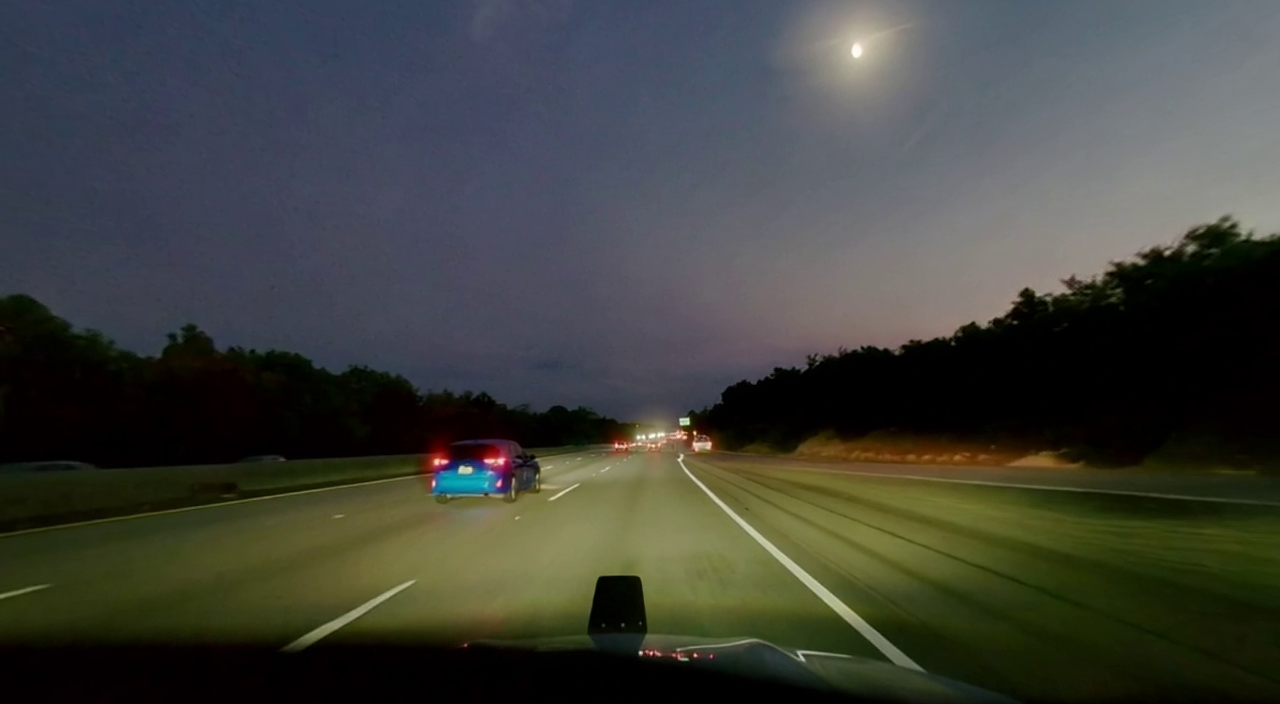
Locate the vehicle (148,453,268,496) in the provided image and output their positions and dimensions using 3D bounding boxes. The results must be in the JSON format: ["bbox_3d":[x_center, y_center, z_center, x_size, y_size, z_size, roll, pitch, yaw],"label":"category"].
[{"bbox_3d":[-15.589,4.408,22.952,1.825,1.369,3.529,0,-8,0],"label":"vehicle"}]

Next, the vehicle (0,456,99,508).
[{"bbox_3d":[-19.194,3.947,19.308,1.713,1.413,3.824,0,-8,1],"label":"vehicle"}]

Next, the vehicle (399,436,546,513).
[{"bbox_3d":[-3.543,2.680,14.319,1.996,1.454,4.495,0,-8,2],"label":"vehicle"}]
